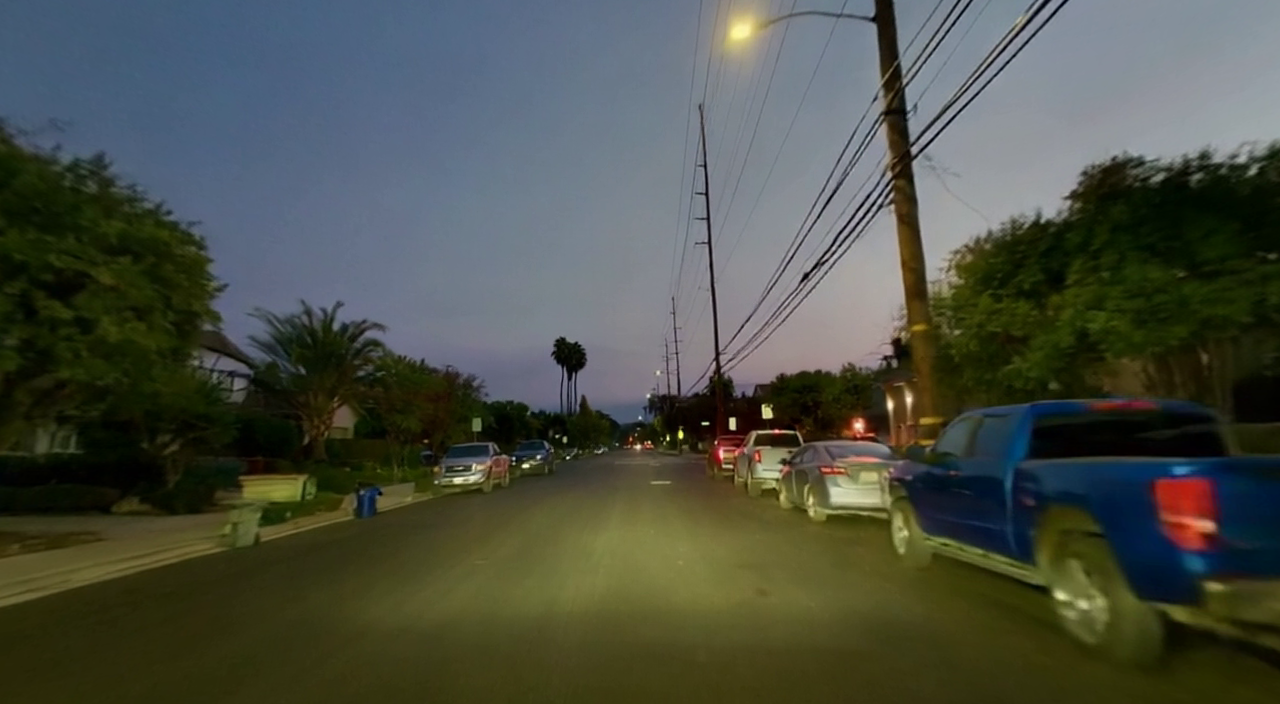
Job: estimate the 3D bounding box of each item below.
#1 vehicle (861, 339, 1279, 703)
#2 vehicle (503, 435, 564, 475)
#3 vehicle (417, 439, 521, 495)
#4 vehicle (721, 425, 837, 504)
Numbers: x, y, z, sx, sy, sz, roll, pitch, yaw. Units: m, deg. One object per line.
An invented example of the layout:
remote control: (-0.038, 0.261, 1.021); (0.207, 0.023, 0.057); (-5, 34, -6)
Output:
vehicle: (3.540, 1.150, 4.979); (2.012, 1.777, 4.505); (0, -8, 1)
vehicle: (-5.886, 5.810, 35.785); (2.455, 2.045, 6.171); (0, -8, 0)
vehicle: (-5.879, 4.009, 22.484); (2.226, 1.768, 4.780); (0, -8, 2)
vehicle: (3.420, 2.882, 16.550); (1.979, 1.762, 4.621); (0, -8, 0)
